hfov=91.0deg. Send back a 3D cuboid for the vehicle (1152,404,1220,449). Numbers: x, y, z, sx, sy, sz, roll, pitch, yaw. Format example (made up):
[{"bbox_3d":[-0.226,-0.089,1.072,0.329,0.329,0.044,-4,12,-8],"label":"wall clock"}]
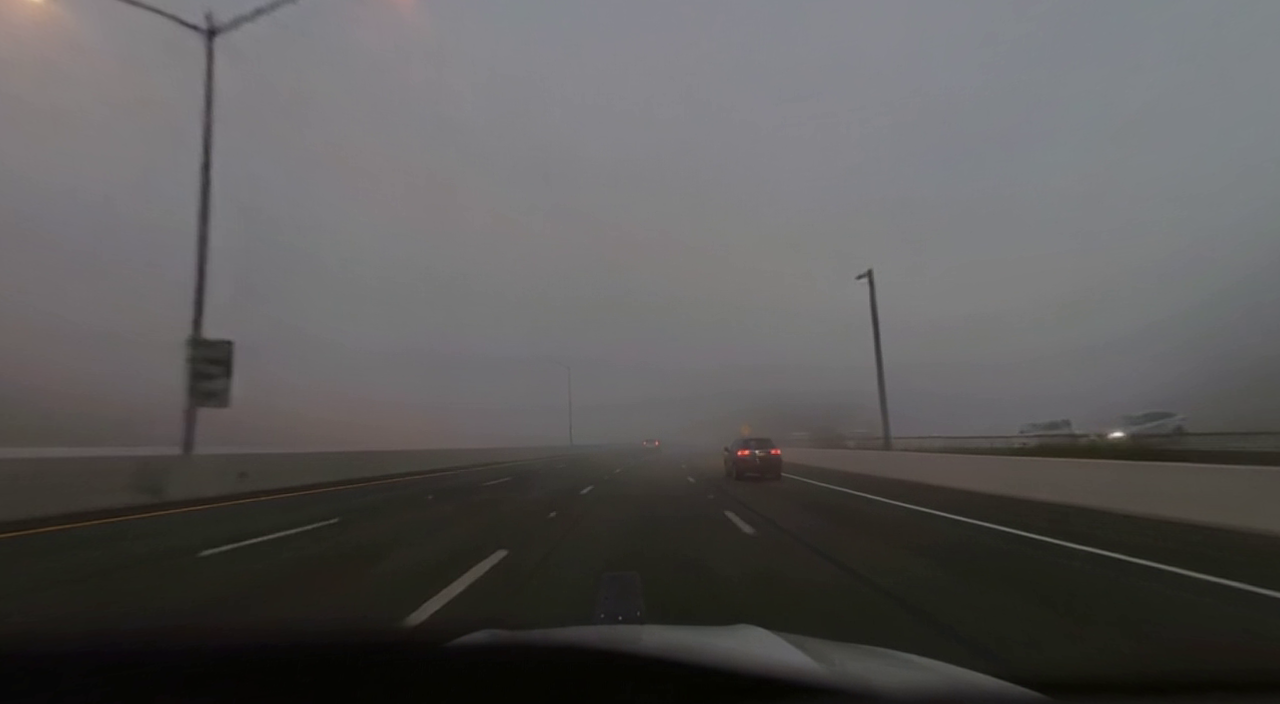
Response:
[{"bbox_3d":[33.920,4.761,39.290,2.258,2.496,6.200,-7,-11,34],"label":"vehicle"}]

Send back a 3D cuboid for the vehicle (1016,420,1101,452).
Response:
[{"bbox_3d":[30.091,6.060,45.442,4.491,1.767,2.057,-9,-10,17],"label":"vehicle"}]

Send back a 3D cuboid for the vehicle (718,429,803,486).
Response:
[{"bbox_3d":[3.965,3.550,21.460,2.090,1.715,4.228,0,-8,1],"label":"vehicle"}]
